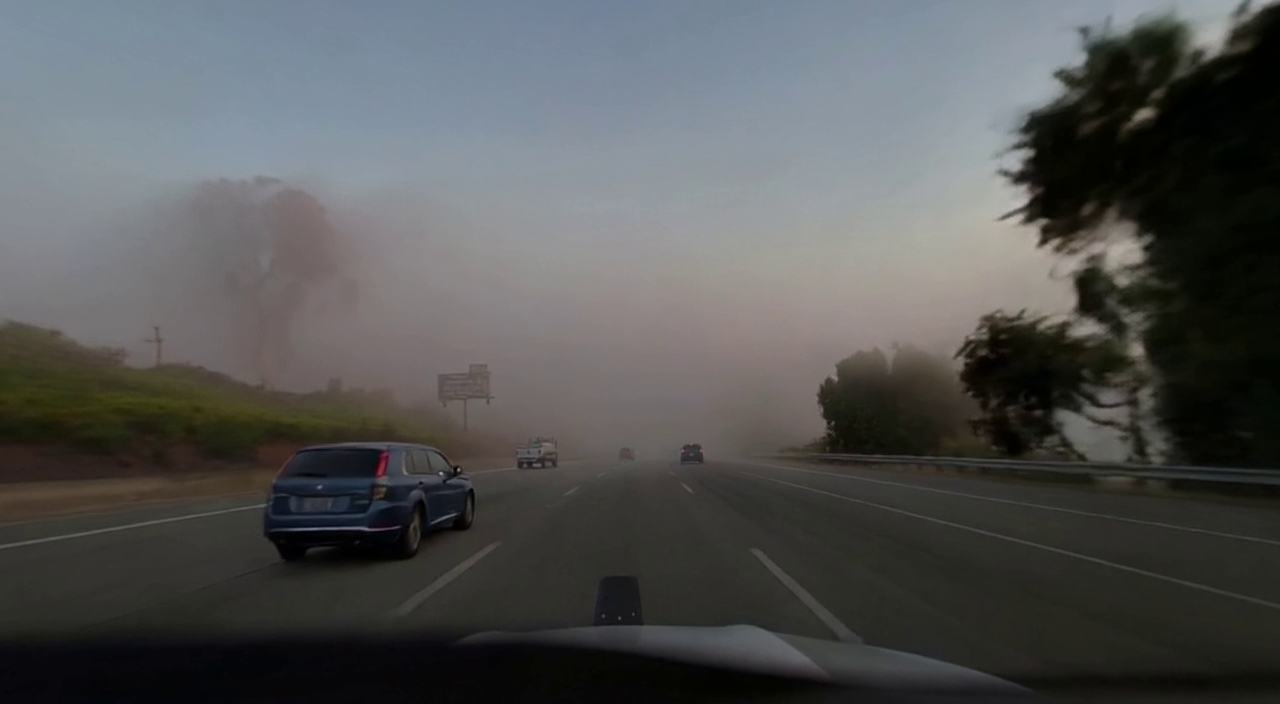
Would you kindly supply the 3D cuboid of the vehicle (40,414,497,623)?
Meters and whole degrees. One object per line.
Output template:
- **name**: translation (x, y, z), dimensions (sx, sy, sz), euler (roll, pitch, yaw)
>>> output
- **vehicle**: translation (-3.160, 1.527, 6.799), dimensions (2.192, 1.482, 4.454), euler (0, -9, 0)

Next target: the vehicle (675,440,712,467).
- **vehicle**: translation (3.717, 7.153, 44.570), dimensions (2.211, 1.814, 4.404), euler (0, -9, 0)

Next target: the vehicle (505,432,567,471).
- **vehicle**: translation (-5.996, 5.859, 37.287), dimensions (2.383, 2.048, 5.875), euler (0, -9, 3)
